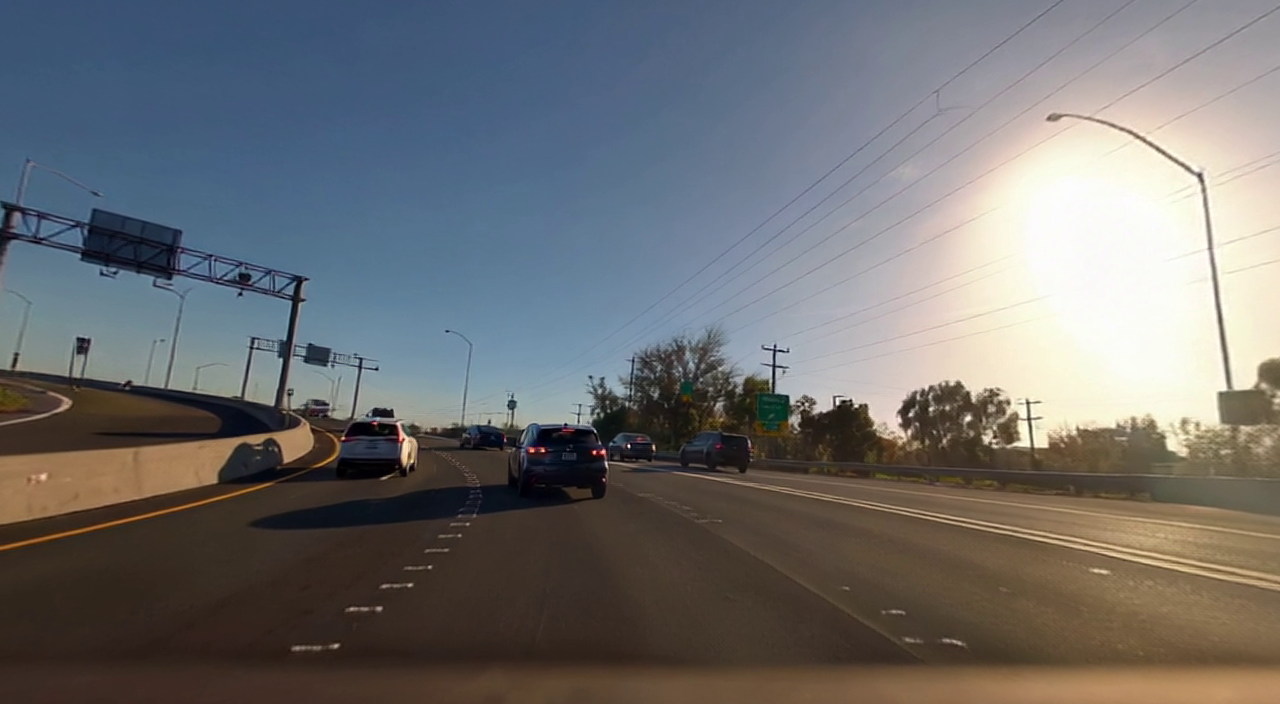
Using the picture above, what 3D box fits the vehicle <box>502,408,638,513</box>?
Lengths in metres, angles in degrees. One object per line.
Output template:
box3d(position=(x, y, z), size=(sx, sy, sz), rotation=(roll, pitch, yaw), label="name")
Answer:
box3d(position=(-1.596, 2.127, 12.753), size=(2.140, 1.724, 4.304), rotation=(2, -9, -14), label="vehicle")

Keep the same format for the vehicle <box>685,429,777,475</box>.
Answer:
box3d(position=(3.799, 4.320, 27.464), size=(2.079, 1.807, 4.682), rotation=(3, -9, -18), label="vehicle")

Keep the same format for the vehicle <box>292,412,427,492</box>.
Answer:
box3d(position=(-6.183, 2.270, 14.521), size=(2.033, 1.501, 4.623), rotation=(2, -9, -14), label="vehicle")

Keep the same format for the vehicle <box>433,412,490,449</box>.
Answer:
box3d(position=(-9.585, 4.234, 33.583), size=(2.042, 1.817, 4.650), rotation=(4, -9, -26), label="vehicle")
